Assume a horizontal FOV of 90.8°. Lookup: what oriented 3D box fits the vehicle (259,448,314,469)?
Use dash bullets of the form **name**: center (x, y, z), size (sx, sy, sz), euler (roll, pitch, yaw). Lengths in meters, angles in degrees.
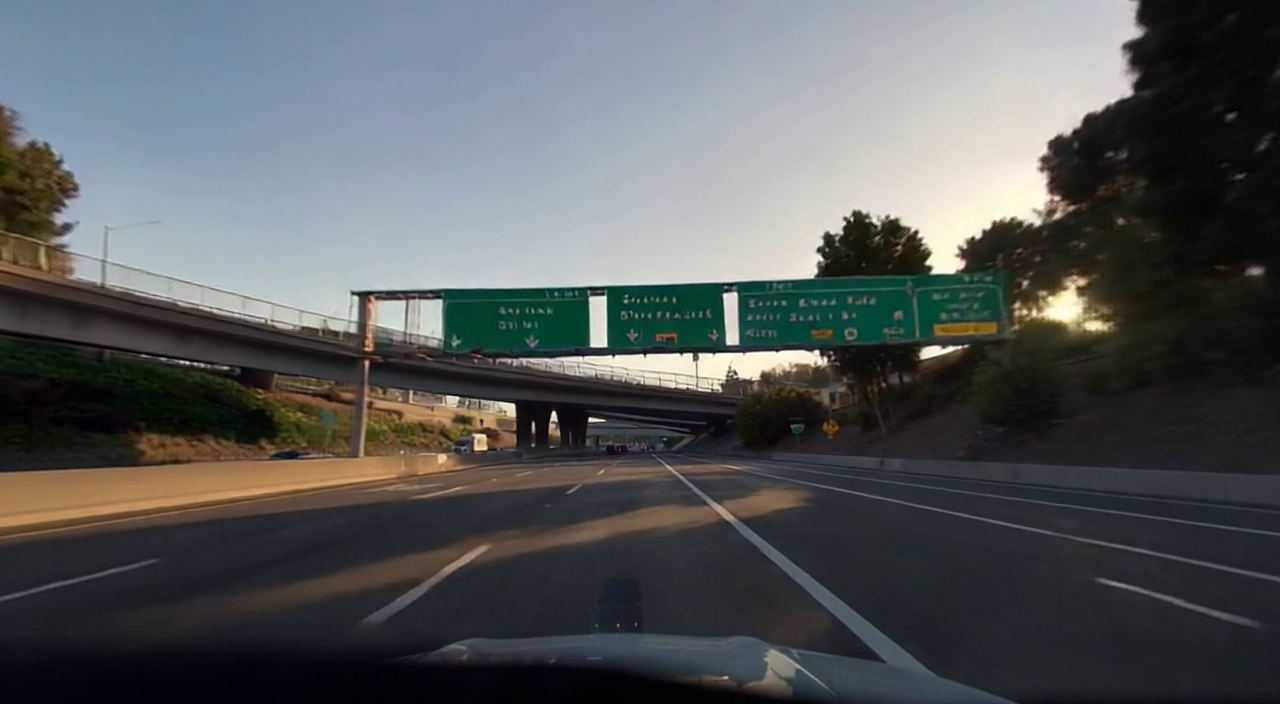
- **vehicle**: center (-27.058, 8.139, 48.503), size (1.766, 1.546, 4.362), euler (0, -9, -1)
